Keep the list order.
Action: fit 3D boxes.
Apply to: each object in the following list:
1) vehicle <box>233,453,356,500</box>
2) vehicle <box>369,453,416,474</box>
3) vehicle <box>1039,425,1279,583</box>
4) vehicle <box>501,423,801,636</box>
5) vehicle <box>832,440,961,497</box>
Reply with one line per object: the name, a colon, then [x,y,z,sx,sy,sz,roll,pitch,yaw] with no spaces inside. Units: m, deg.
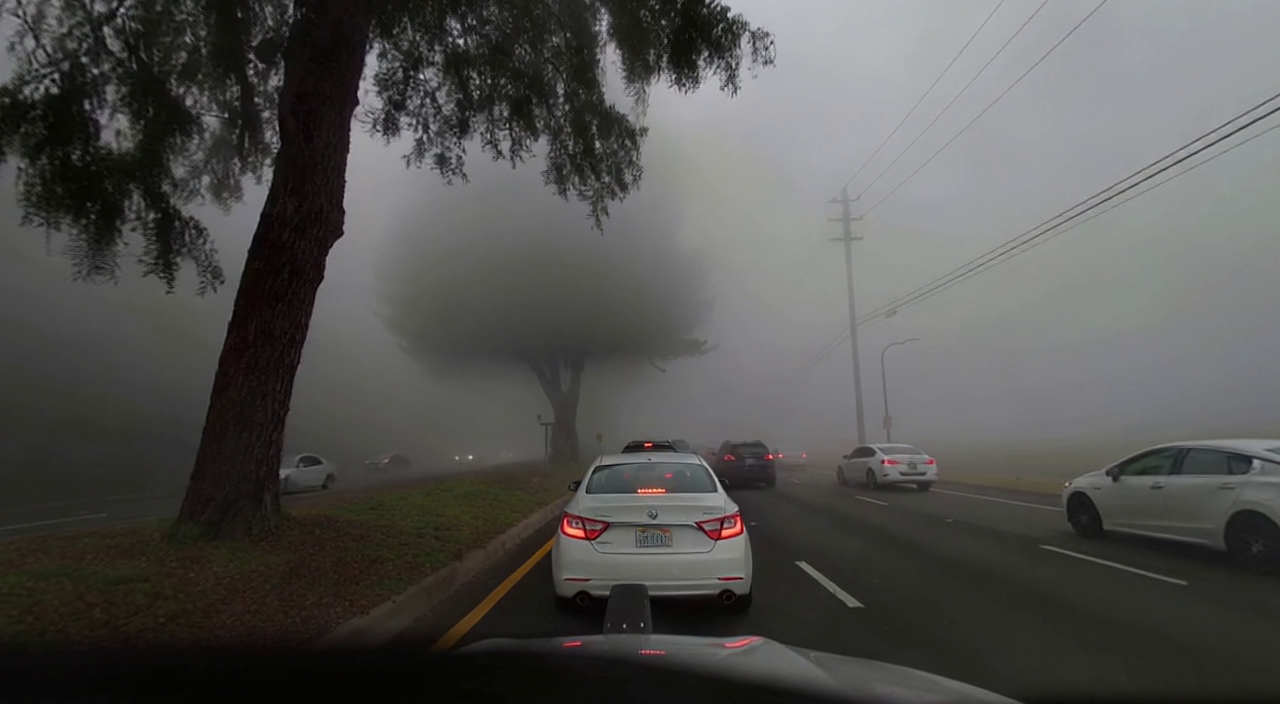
vehicle: [-11.977,4.309,22.259,1.804,1.430,4.456,0,-8,0]
vehicle: [-19.111,8.580,48.852,1.853,1.489,4.449,0,-8,0]
vehicle: [6.991,1.632,7.292,1.850,1.480,4.474,0,-8,1]
vehicle: [0.066,1.540,6.477,2.108,1.479,3.935,0,-8,0]
vehicle: [7.297,3.332,18.521,1.899,1.458,4.499,0,-8,0]
